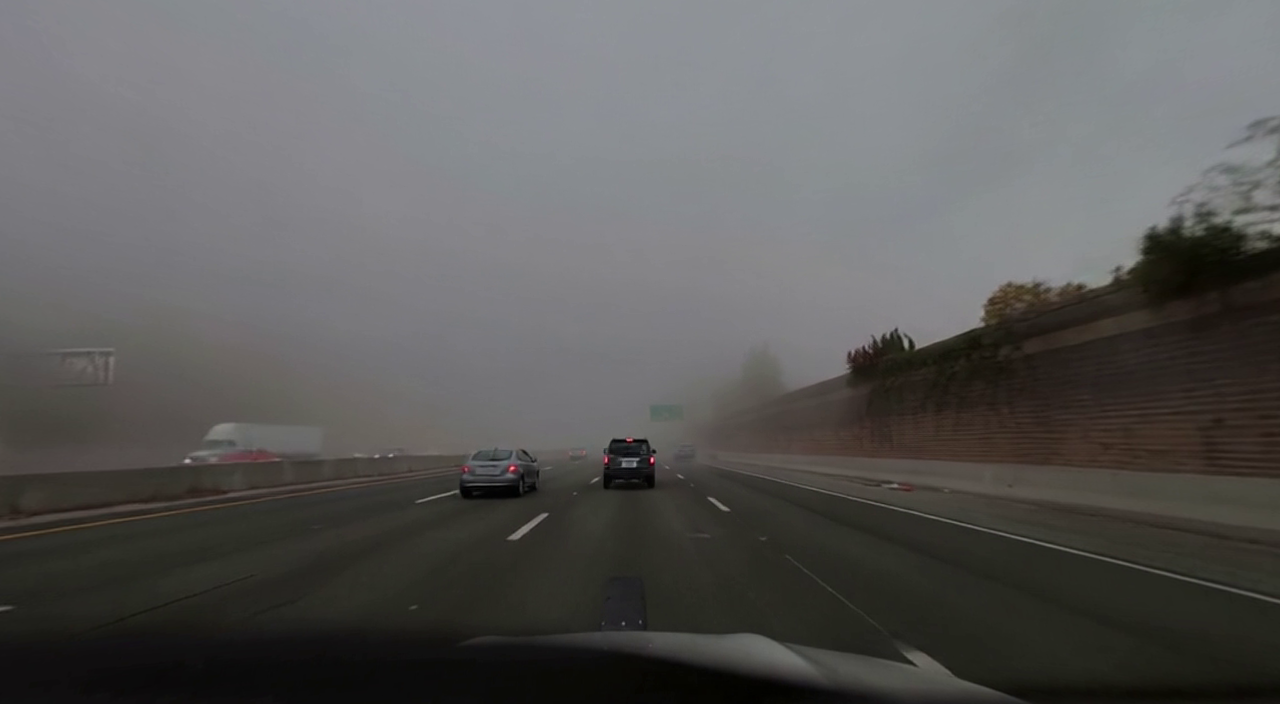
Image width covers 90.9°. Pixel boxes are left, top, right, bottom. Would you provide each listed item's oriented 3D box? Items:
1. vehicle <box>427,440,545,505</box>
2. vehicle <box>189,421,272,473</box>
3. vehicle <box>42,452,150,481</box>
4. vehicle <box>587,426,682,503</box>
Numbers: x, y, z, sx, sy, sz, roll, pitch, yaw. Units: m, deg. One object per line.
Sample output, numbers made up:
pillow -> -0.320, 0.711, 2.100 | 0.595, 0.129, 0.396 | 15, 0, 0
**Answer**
vehicle -> -3.788, 3.037, 16.360 | 1.967, 1.442, 4.143 | 0, -9, 1
vehicle -> -28.852, 6.744, 44.659 | 2.860, 3.491, 4.129 | 0, -9, 1
vehicle -> -32.617, 6.861, 38.055 | 2.082, 1.608, 4.935 | 0, -9, 1
vehicle -> -0.127, 2.983, 17.082 | 2.233, 1.804, 4.273 | 0, -9, 0
